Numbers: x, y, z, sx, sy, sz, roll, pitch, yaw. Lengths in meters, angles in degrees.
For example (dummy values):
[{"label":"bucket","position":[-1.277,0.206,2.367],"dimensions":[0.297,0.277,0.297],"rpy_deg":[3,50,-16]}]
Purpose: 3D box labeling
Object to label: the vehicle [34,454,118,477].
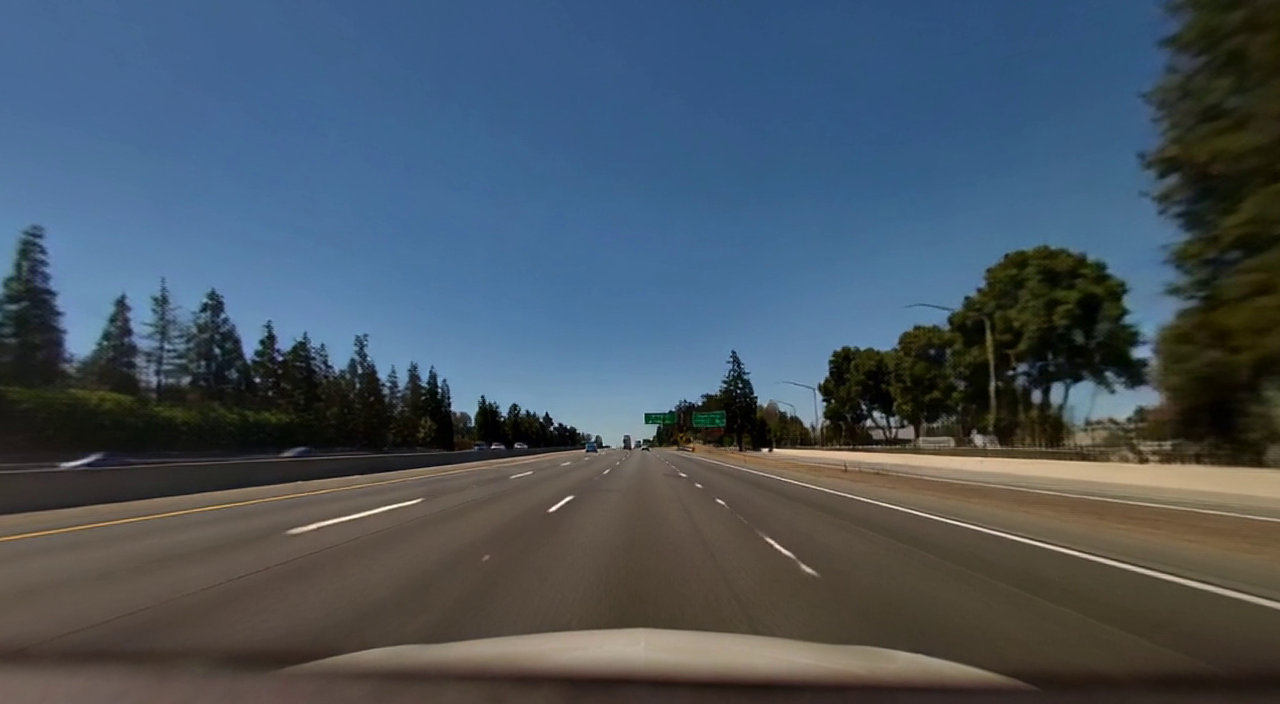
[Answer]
[{"label":"vehicle","position":[-38.905,7.813,43.681],"dimensions":[1.857,1.405,4.314],"rpy_deg":[0,-8,0]}]
